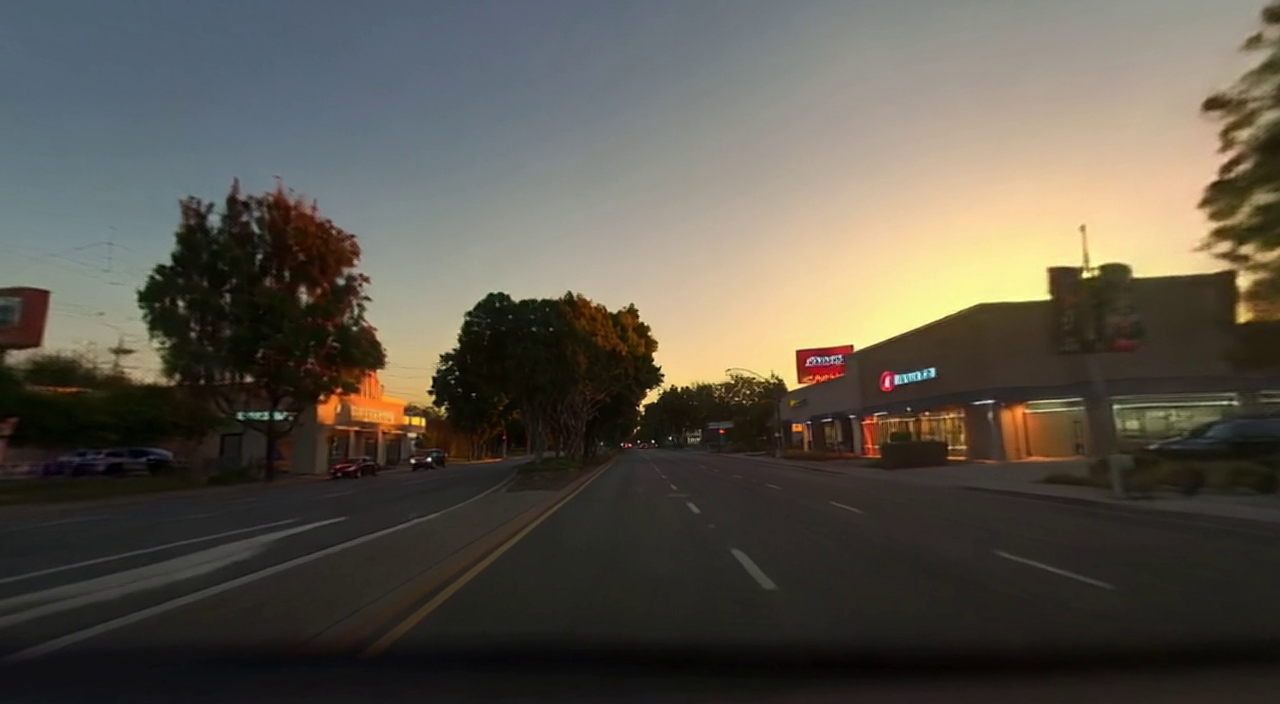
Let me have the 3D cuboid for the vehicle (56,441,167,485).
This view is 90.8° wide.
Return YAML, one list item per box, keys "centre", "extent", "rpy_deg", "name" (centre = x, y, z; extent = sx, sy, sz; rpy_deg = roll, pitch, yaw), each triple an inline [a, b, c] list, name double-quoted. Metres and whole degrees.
- centre: [-29.731, 6.157, 35.519]
  extent: [5.630, 2.280, 2.513]
  rpy_deg: [-4, -9, 26]
  name: "vehicle"

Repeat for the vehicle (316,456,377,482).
- centre: [-19.417, 7.722, 42.017]
  extent: [2.012, 1.471, 4.613]
  rpy_deg: [-2, -8, -2]
  name: "vehicle"

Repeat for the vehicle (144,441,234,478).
- centre: [-29.813, 7.058, 41.725]
  extent: [5.867, 2.279, 2.342]
  rpy_deg: [-5, -10, 28]
  name: "vehicle"

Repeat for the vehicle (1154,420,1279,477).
- centre: [21.313, 3.257, 21.291]
  extent: [2.480, 1.766, 6.529]
  rpy_deg: [0, -8, 0]
  name: "vehicle"
